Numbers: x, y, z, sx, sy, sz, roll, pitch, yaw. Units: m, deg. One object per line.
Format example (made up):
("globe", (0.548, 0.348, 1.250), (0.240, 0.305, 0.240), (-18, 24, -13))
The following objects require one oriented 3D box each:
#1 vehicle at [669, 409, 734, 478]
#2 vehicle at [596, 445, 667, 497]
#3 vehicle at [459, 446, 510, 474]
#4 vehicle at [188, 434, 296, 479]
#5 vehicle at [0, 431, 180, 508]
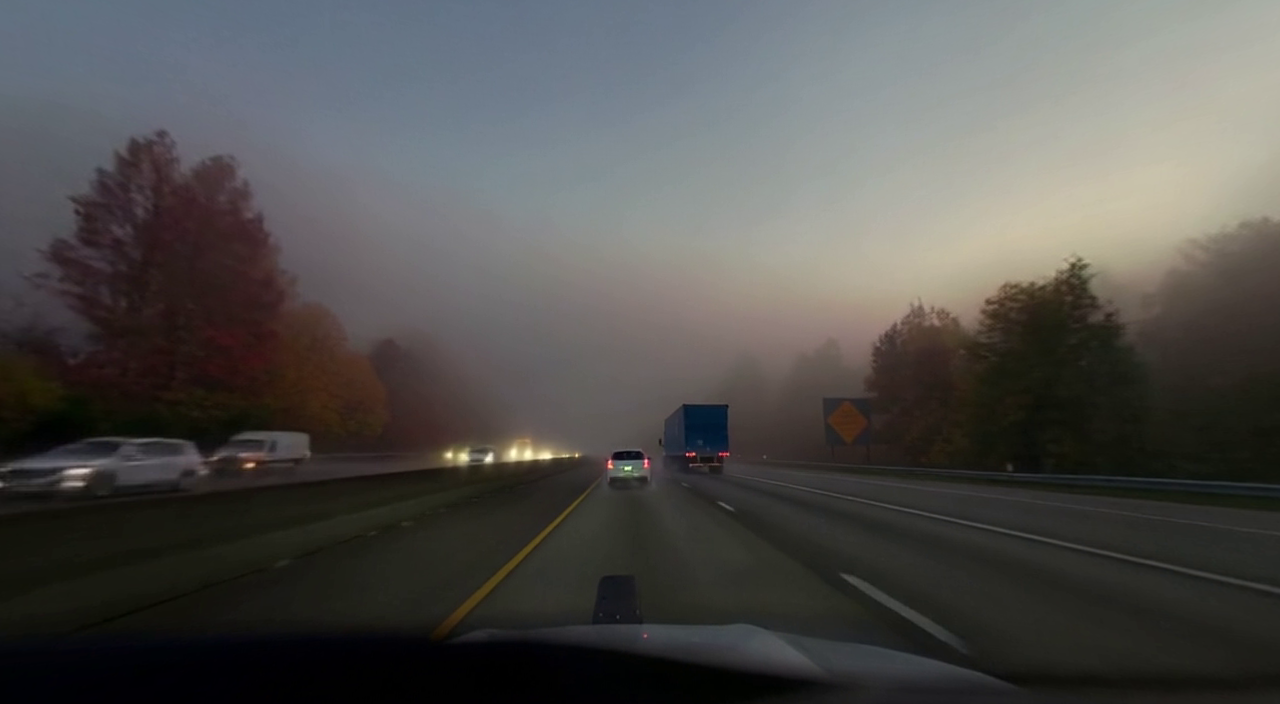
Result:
("vehicle", (3.918, 6.584, 43.973), (2.900, 4.013, 14.455), (0, -10, -1))
("vehicle", (-0.315, 3.888, 20.792), (2.099, 1.506, 4.097), (0, -9, -2))
("vehicle", (-9.189, 6.378, 37.333), (1.979, 1.523, 4.461), (0, -9, -1))
("vehicle", (-18.357, 4.861, 29.247), (2.064, 1.914, 4.660), (0, -9, -2))
("vehicle", (-13.544, 2.721, 14.830), (1.953, 1.544, 4.444), (-1, -9, -1))
